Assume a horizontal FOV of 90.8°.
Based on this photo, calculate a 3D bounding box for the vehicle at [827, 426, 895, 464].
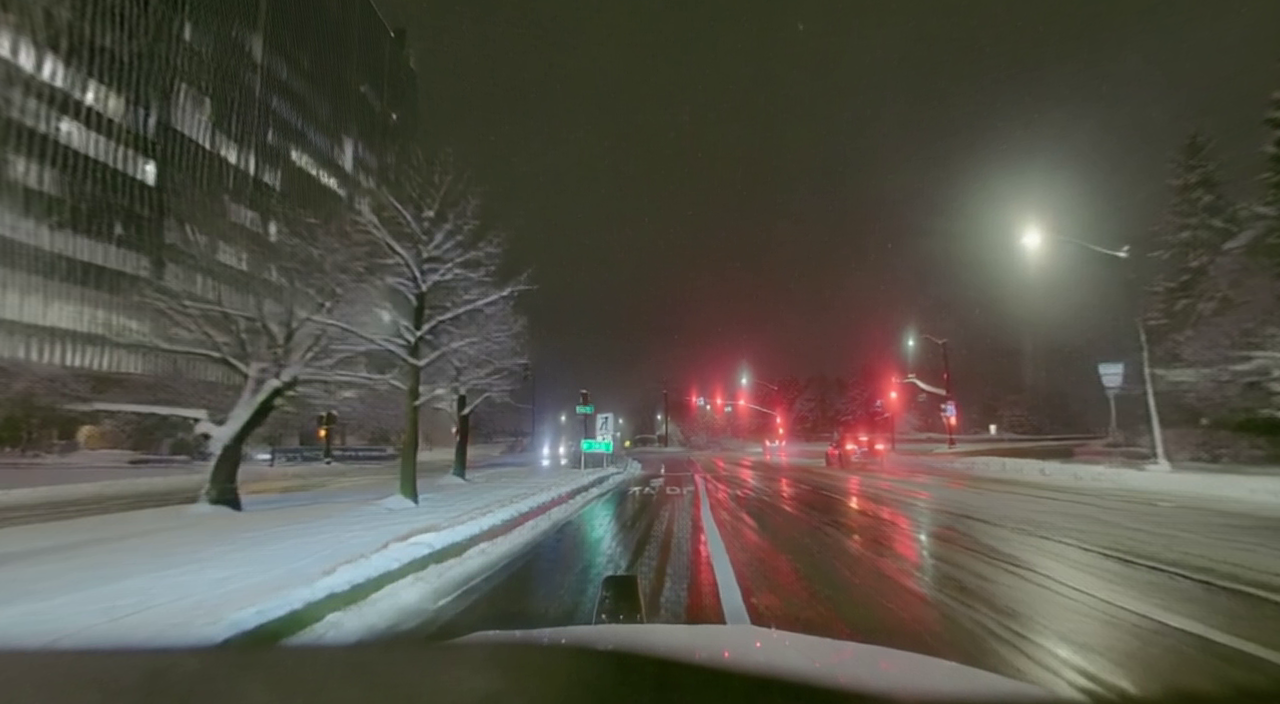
[{"bbox_3d":[11.668,4.966,33.680,2.156,1.881,4.743,-1,-9,4],"label":"vehicle"}]
